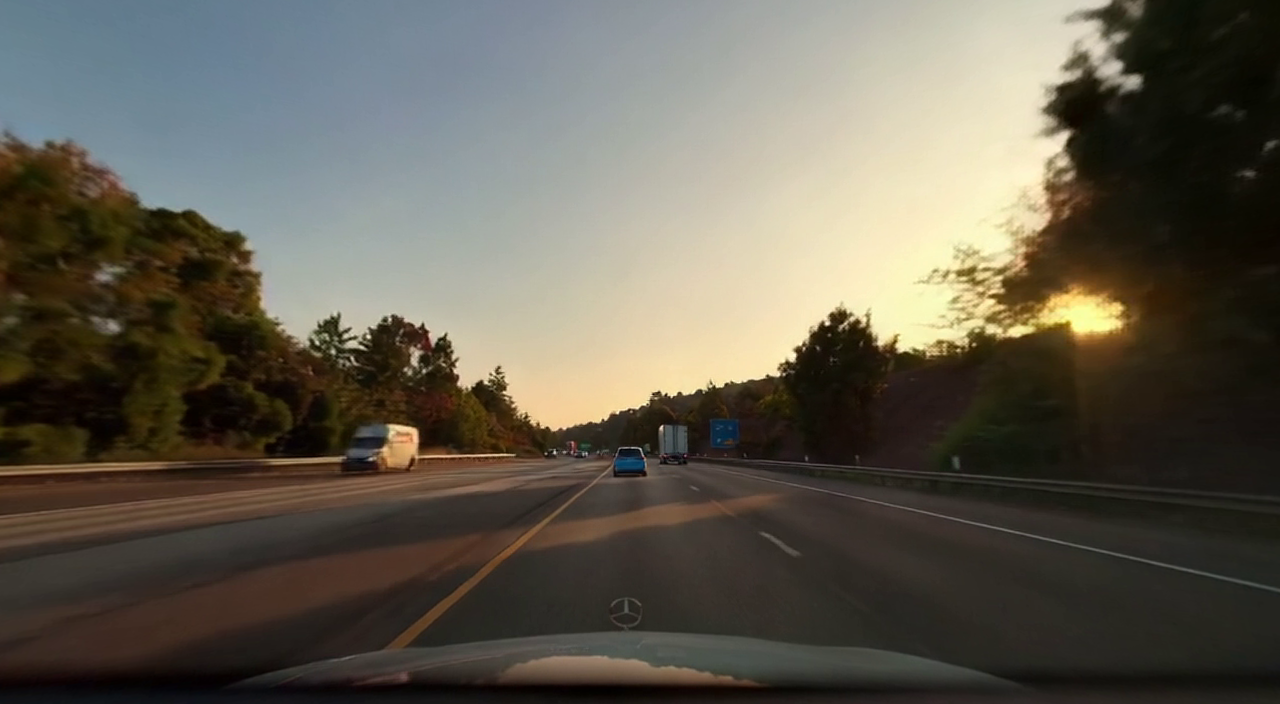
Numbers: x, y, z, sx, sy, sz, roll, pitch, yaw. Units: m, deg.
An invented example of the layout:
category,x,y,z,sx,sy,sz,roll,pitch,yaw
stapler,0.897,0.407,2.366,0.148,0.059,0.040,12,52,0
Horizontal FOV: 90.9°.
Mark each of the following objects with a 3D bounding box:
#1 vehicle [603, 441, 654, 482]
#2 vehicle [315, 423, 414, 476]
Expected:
category,x,y,z,sx,sy,sz,roll,pitch,yaw
vehicle,-0.527,4.993,28.883,2.190,1.706,4.062,0,-9,-1
vehicle,-12.980,4.691,30.239,2.298,2.264,5.462,0,-9,-1
